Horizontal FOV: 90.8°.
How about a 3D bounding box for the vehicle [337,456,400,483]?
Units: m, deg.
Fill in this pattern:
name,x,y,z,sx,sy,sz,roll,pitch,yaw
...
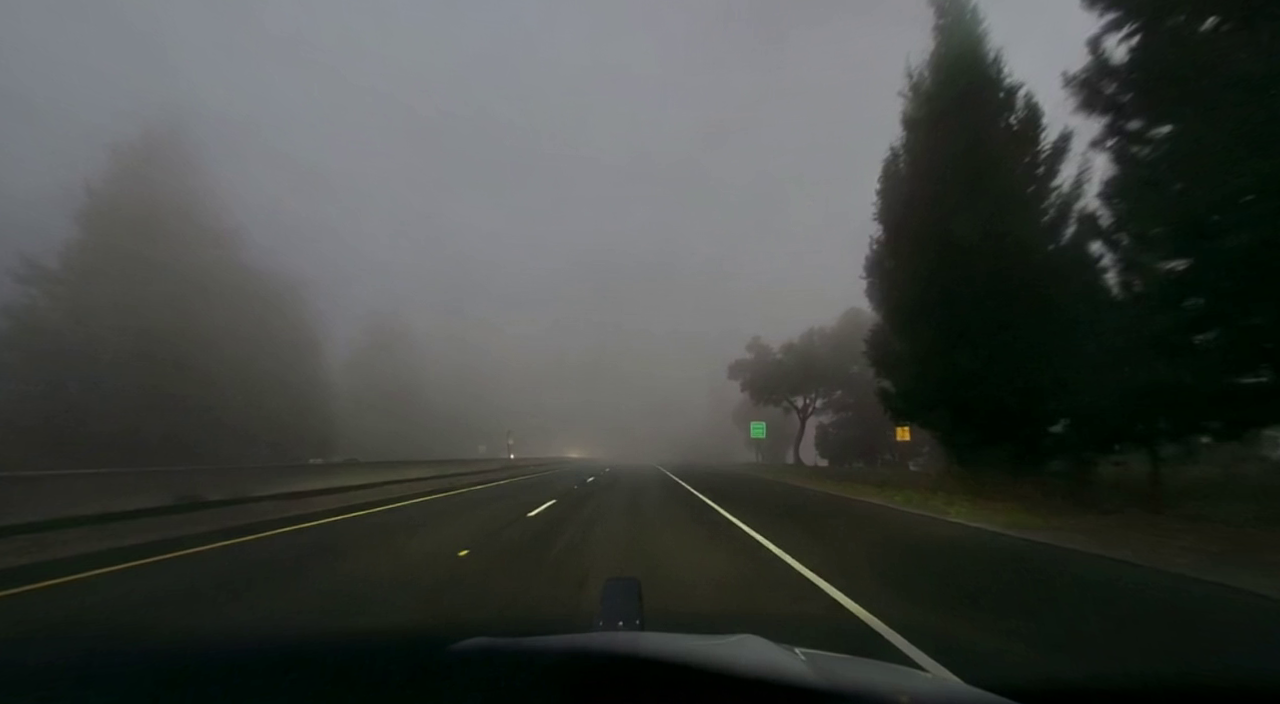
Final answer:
name,x,y,z,sx,sy,sz,roll,pitch,yaw
vehicle,-16.930,7.329,39.572,1.961,1.512,4.406,0,-9,0
